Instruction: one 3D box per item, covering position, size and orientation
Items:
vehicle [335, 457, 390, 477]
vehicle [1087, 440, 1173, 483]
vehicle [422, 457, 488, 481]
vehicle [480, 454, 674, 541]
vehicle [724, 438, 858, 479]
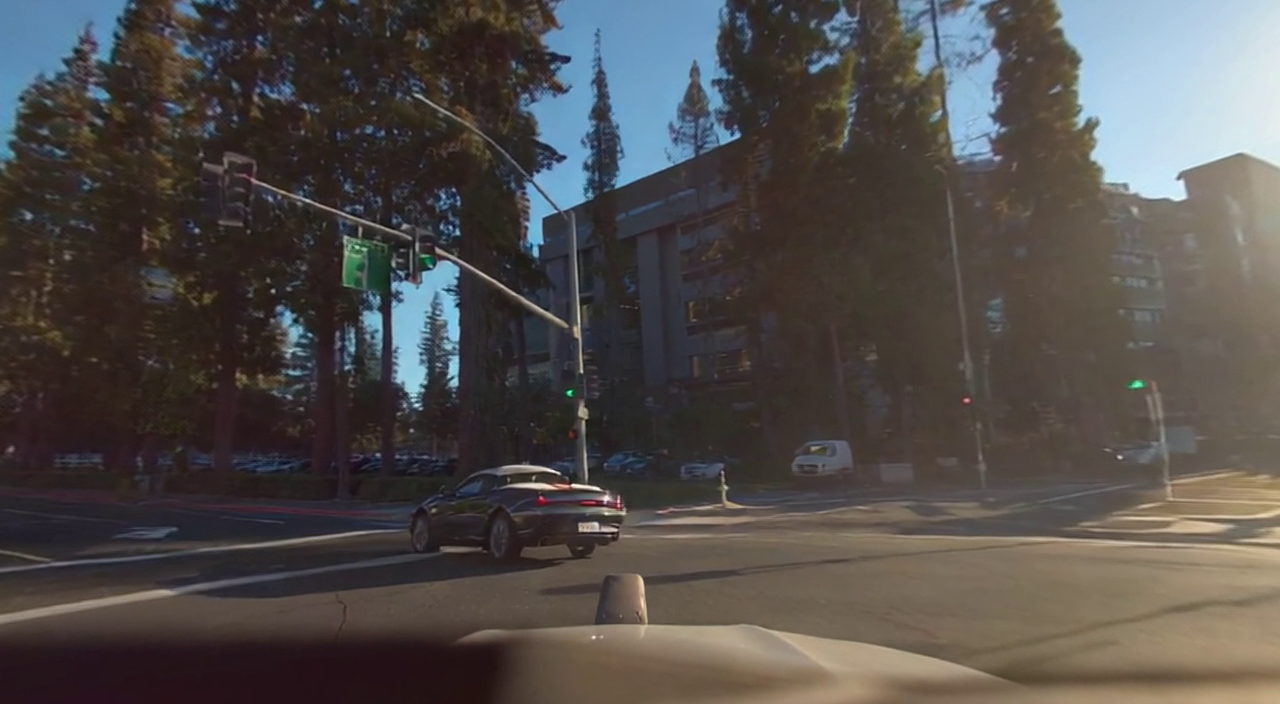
[{"bbox_3d":[-20.318,8.411,46.338,1.627,1.392,3.330,-5,-10,31],"label":"vehicle"},{"bbox_3d":[19.069,4.258,24.810,2.024,1.489,4.613,-5,-10,31],"label":"vehicle"},{"bbox_3d":[-11.959,7.535,40.972,1.709,1.410,3.945,-5,-10,31],"label":"vehicle"},{"bbox_3d":[-1.483,2.983,13.646,1.903,1.529,4.254,8,-12,-43],"label":"vehicle"},{"bbox_3d":[7.376,5.227,31.245,6.021,1.868,2.172,-5,-10,31],"label":"vehicle"}]
